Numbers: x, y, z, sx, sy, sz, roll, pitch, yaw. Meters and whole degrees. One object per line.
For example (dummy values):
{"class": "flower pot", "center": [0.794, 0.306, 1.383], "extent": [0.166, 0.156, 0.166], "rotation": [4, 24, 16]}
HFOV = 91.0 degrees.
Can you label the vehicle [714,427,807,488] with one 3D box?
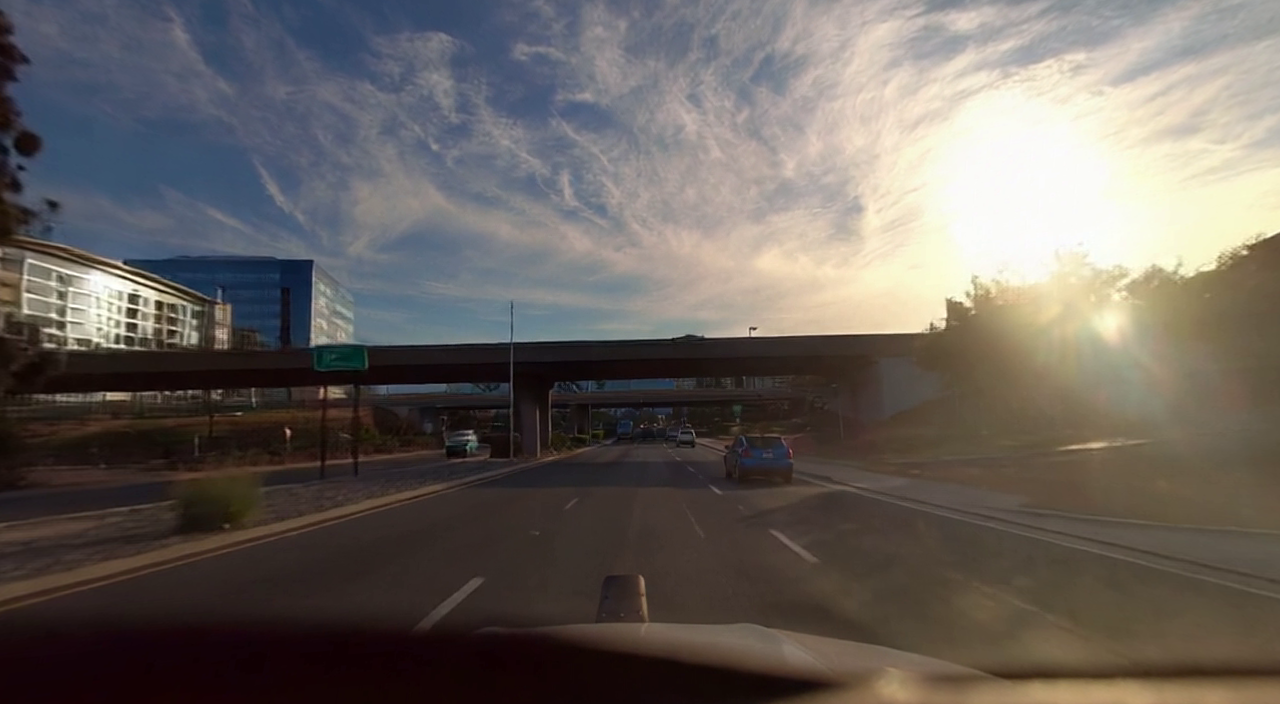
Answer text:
{"class": "vehicle", "center": [3.707, 3.359, 20.261], "extent": [2.110, 1.712, 4.489], "rotation": [0, -9, 0]}
